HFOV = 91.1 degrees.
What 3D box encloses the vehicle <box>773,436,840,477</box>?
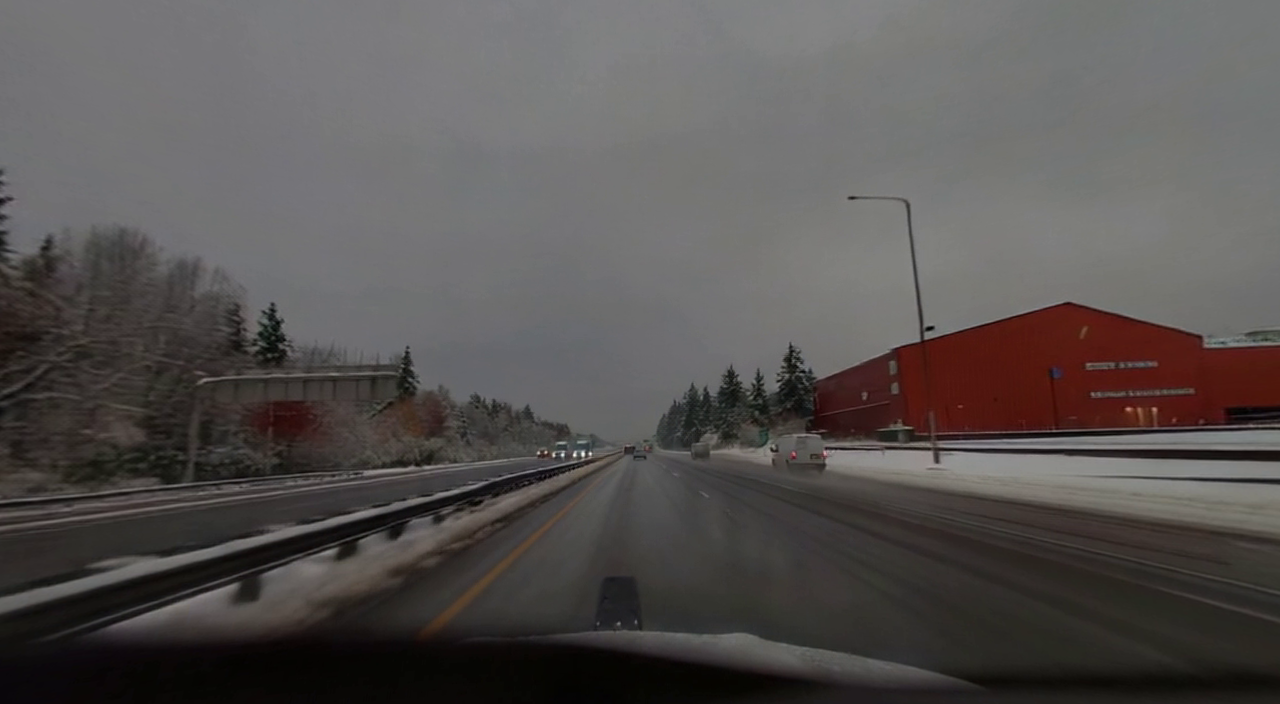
[{"bbox_3d":[8.670,5.500,33.228,2.156,1.943,5.010,0,-9,0],"label":"vehicle"}]
